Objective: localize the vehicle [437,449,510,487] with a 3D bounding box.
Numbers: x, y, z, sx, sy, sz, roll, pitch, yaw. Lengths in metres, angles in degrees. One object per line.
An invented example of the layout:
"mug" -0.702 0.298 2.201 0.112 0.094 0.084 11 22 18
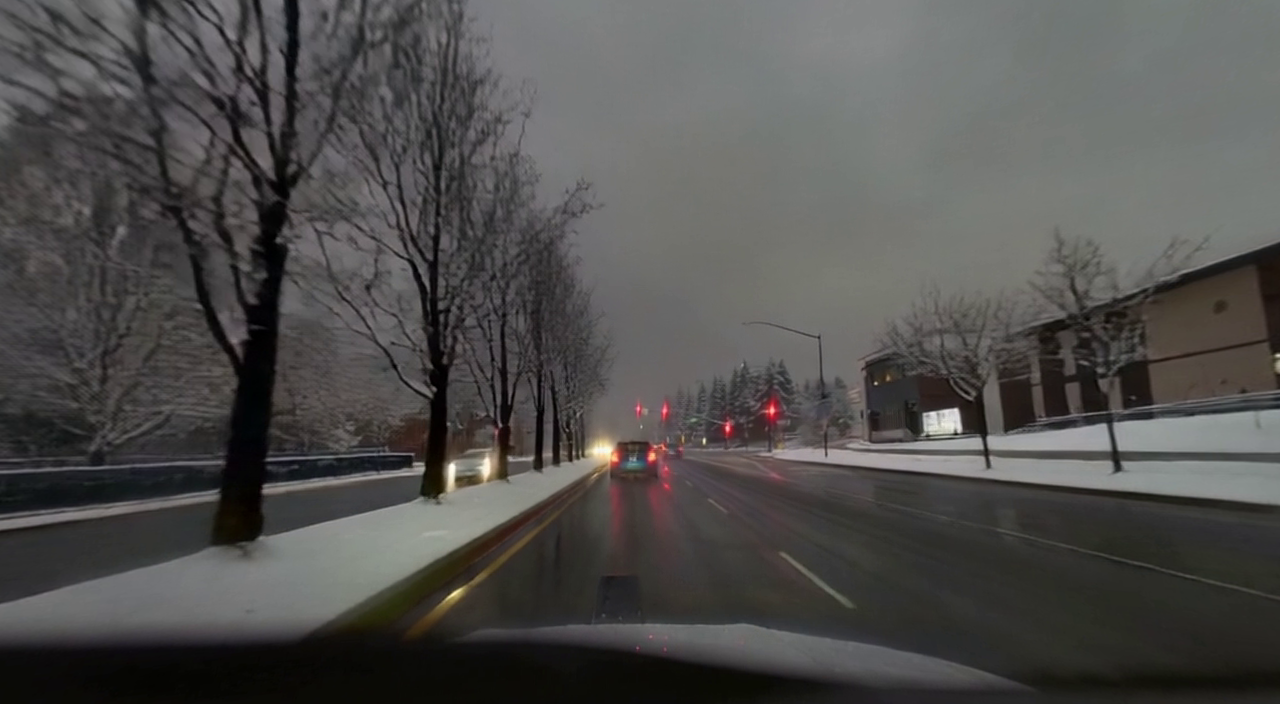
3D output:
"vehicle" -7.407 5.183 28.610 2.094 1.579 4.297 0 -9 0

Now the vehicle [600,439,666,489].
"vehicle" -0.261 4.029 23.072 2.181 1.639 4.127 0 -9 -1
